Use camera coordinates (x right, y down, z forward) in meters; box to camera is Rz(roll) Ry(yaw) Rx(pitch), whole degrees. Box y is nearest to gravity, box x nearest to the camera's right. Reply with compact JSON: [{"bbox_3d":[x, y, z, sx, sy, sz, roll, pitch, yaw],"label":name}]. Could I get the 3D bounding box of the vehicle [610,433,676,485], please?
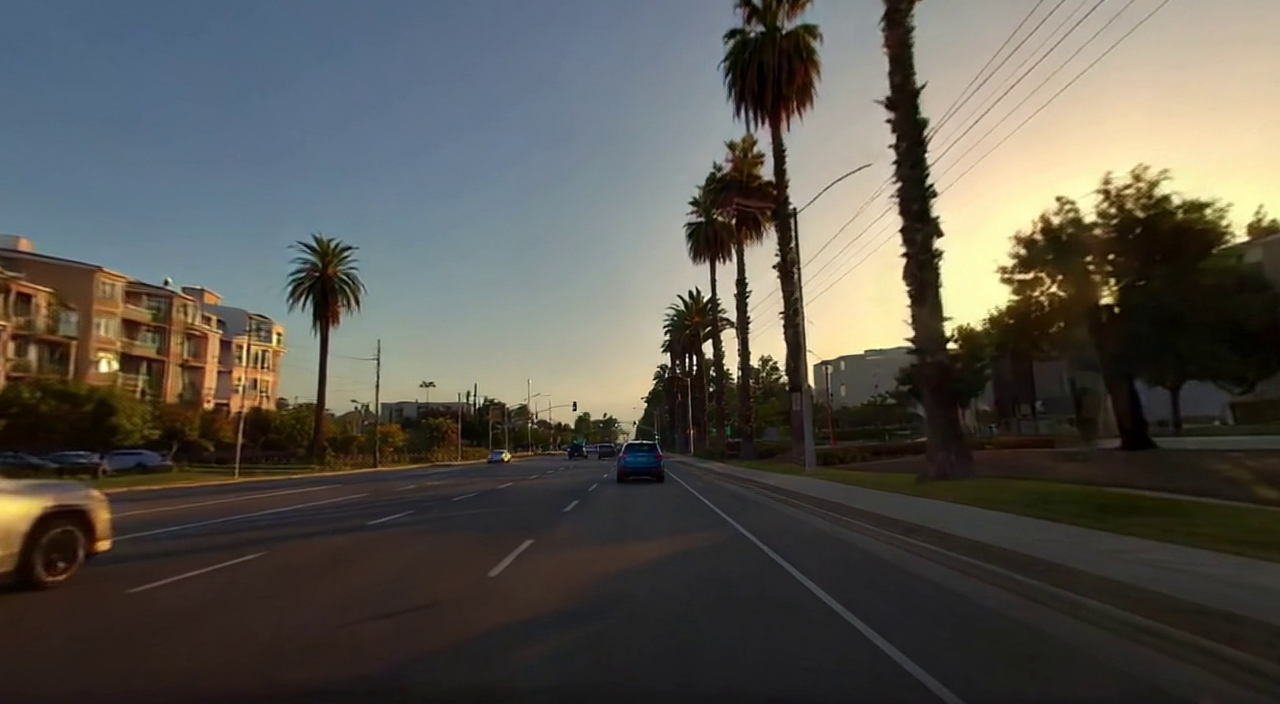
[{"bbox_3d":[0.088,3.858,22.987,2.198,1.706,4.166,0,-9,0],"label":"vehicle"}]
